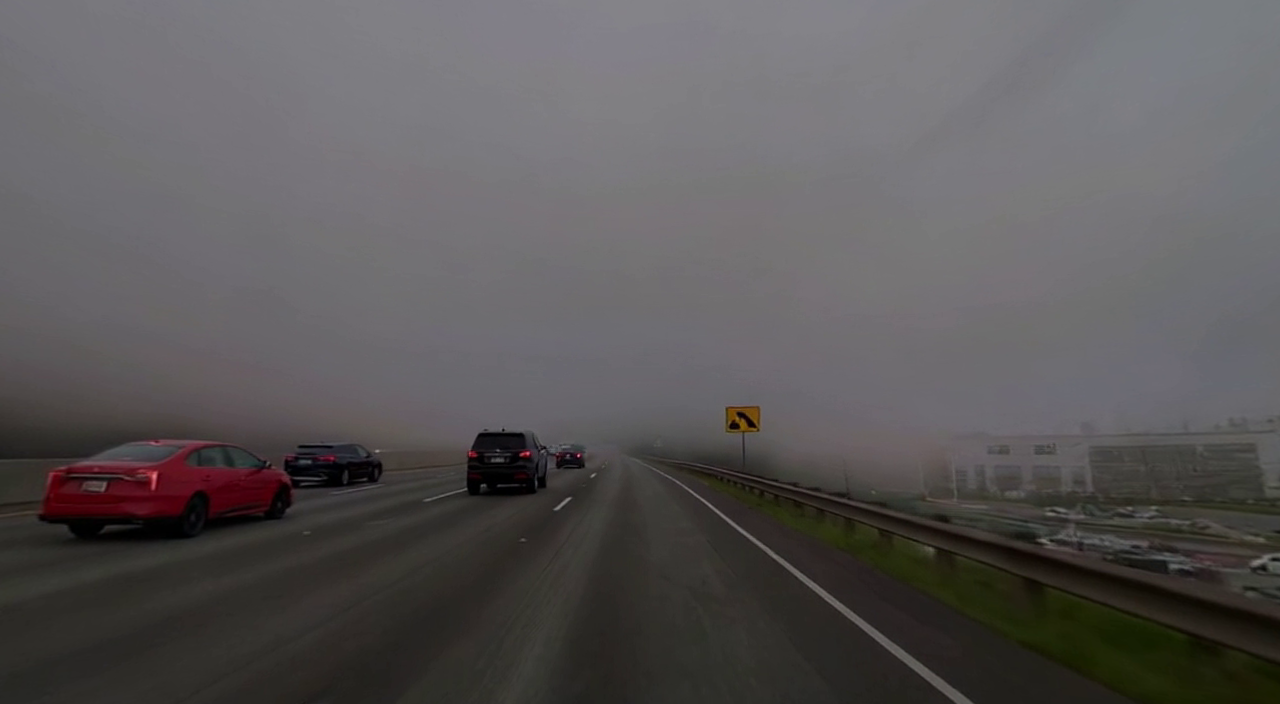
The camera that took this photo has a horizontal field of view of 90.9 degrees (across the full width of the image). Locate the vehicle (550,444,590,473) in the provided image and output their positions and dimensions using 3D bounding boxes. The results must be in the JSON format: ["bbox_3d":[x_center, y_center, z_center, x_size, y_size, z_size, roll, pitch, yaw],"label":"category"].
[{"bbox_3d":[-4.106,6.258,37.391,1.955,1.614,3.817,0,-8,-1],"label":"vehicle"}]

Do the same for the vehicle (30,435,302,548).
[{"bbox_3d":[-7.376,2.150,10.323,1.796,1.509,3.393,0,-8,-1],"label":"vehicle"}]

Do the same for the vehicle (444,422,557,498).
[{"bbox_3d":[-4.066,3.250,19.436,2.301,1.985,5.247,0,-8,0],"label":"vehicle"}]

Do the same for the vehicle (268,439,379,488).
[{"bbox_3d":[-11.712,4.133,23.755,1.919,1.665,4.394,0,-8,-1],"label":"vehicle"}]
